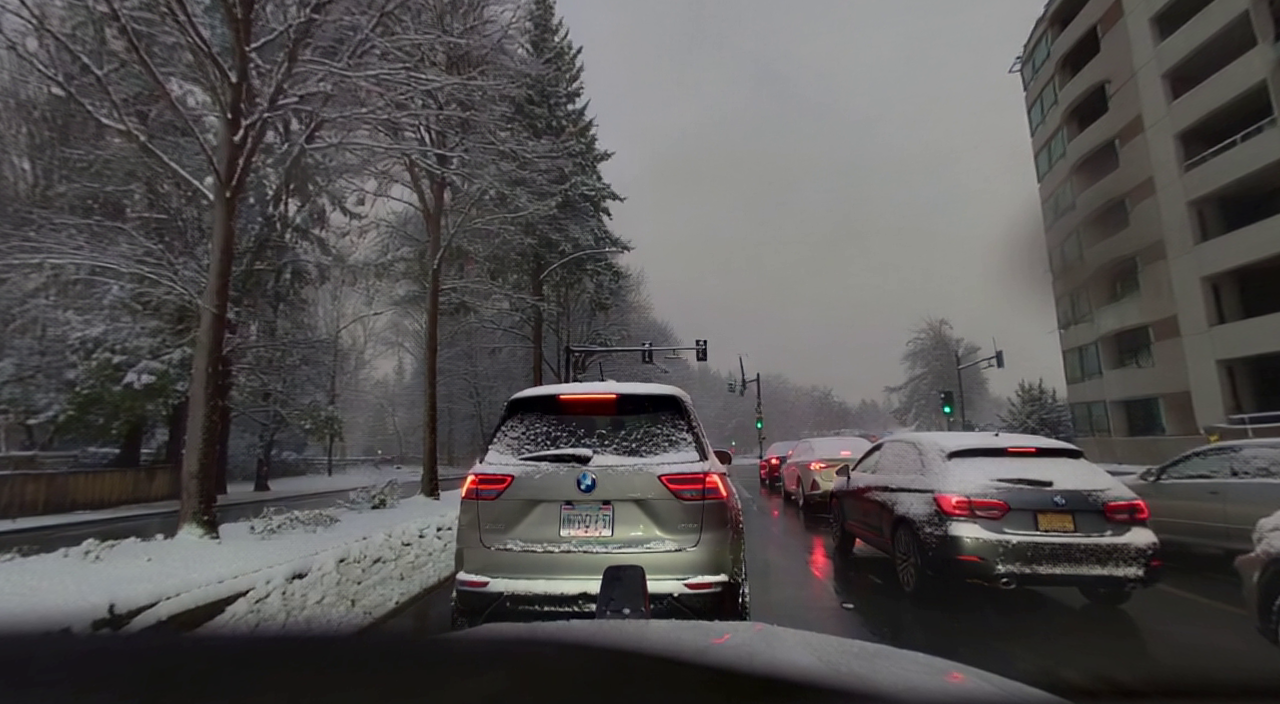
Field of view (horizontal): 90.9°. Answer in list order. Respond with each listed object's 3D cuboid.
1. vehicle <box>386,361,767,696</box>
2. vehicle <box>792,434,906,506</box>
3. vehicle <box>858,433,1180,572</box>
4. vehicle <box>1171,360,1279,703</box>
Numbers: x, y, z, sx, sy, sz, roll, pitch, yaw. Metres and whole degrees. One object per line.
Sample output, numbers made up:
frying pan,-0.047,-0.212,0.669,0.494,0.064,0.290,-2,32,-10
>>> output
vehicle,-0.210,1.239,5.558,2.021,1.742,4.295,-1,-8,4
vehicle,5.342,3.037,16.716,1.994,1.638,4.100,-1,-9,6
vehicle,4.901,1.975,9.167,1.963,1.480,4.553,0,-8,2
vehicle,4.063,0.613,1.111,1.993,1.719,4.953,0,-8,1
